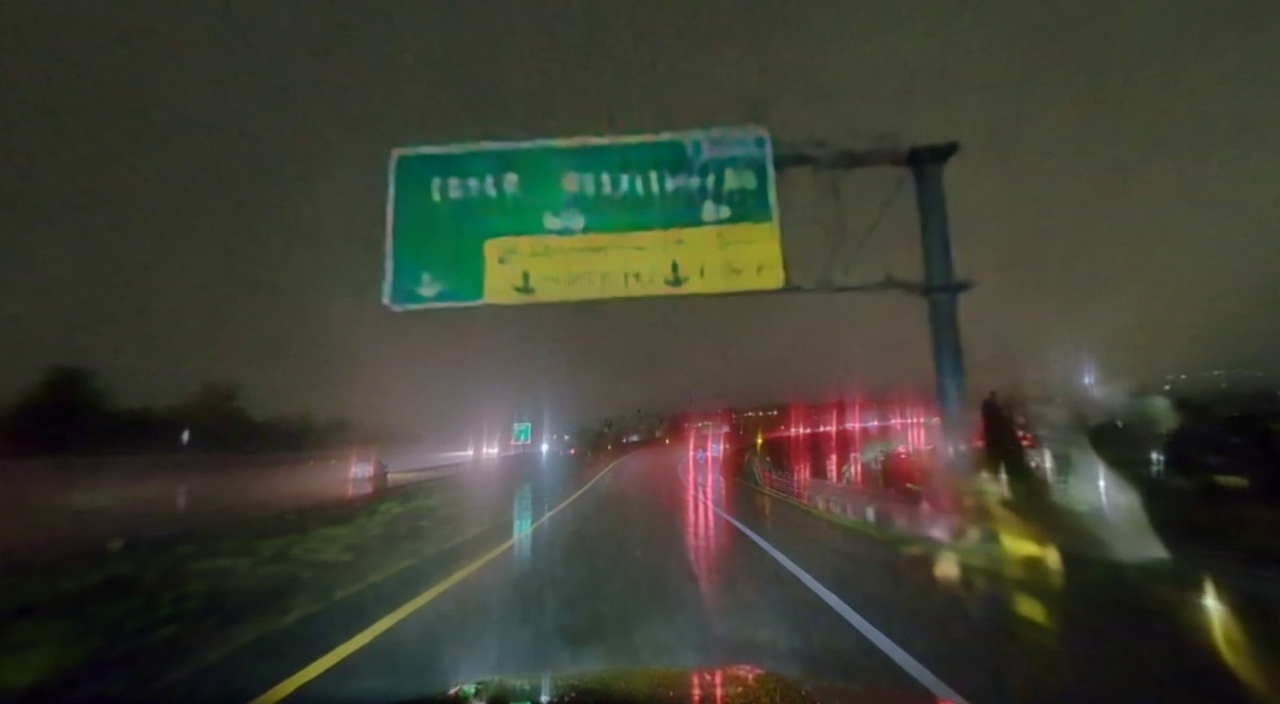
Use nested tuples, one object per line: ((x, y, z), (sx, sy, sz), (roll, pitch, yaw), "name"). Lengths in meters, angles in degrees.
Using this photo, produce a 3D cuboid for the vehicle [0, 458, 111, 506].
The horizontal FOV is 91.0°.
((-26.058, 5.524, 27.220), (2.209, 1.778, 5.108), (1, -9, -6), "vehicle")
